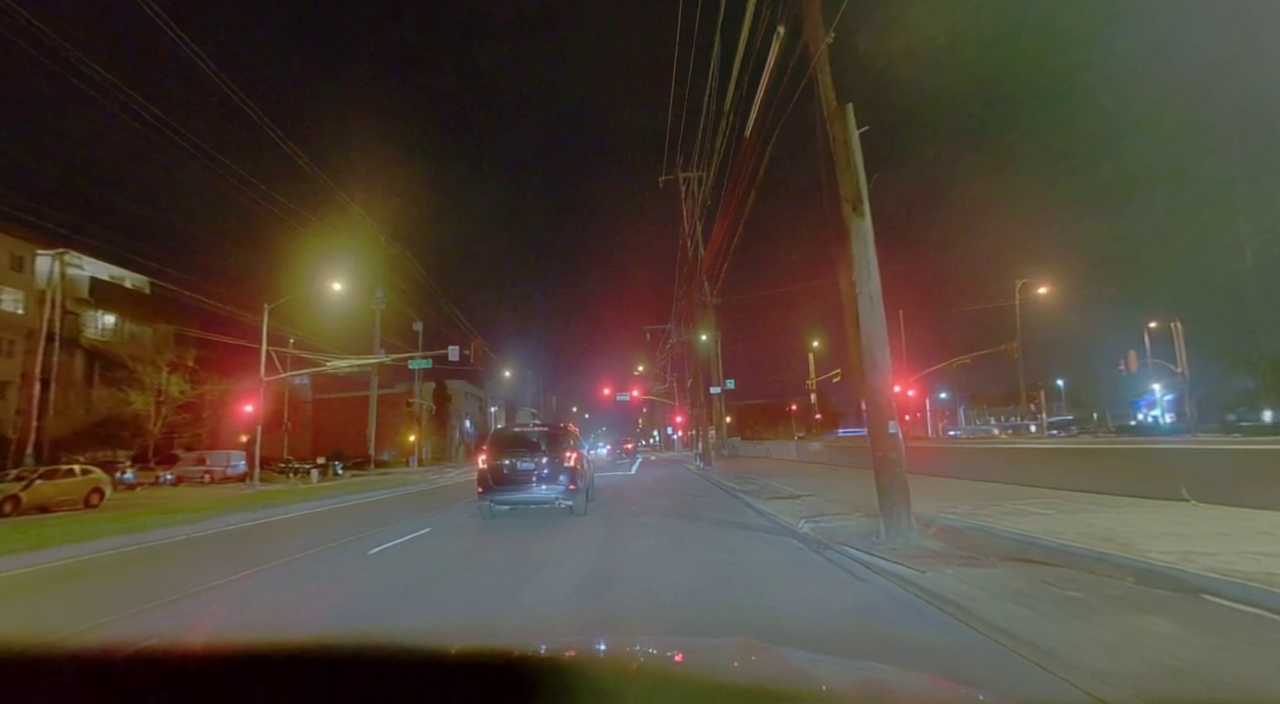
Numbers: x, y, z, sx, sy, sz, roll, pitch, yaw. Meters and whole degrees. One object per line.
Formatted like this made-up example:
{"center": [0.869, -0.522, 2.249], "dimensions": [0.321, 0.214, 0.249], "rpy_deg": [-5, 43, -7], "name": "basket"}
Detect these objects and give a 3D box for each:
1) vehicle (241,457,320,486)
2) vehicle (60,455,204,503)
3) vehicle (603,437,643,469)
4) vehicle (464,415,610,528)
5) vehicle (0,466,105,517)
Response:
{"center": [-20.130, 6.678, 35.590], "dimensions": [1.826, 1.430, 4.426], "rpy_deg": [0, -9, 0], "name": "vehicle"}
{"center": [-20.121, 5.012, 25.333], "dimensions": [1.989, 1.689, 4.388], "rpy_deg": [0, -9, 2], "name": "vehicle"}
{"center": [-0.927, 5.777, 36.235], "dimensions": [2.144, 1.681, 3.855], "rpy_deg": [0, -9, 0], "name": "vehicle"}
{"center": [-1.712, 2.191, 12.012], "dimensions": [2.022, 1.757, 4.041], "rpy_deg": [0, -9, 1], "name": "vehicle"}
{"center": [-20.203, 4.490, 20.533], "dimensions": [1.790, 1.415, 4.450], "rpy_deg": [0, -9, -2], "name": "vehicle"}
